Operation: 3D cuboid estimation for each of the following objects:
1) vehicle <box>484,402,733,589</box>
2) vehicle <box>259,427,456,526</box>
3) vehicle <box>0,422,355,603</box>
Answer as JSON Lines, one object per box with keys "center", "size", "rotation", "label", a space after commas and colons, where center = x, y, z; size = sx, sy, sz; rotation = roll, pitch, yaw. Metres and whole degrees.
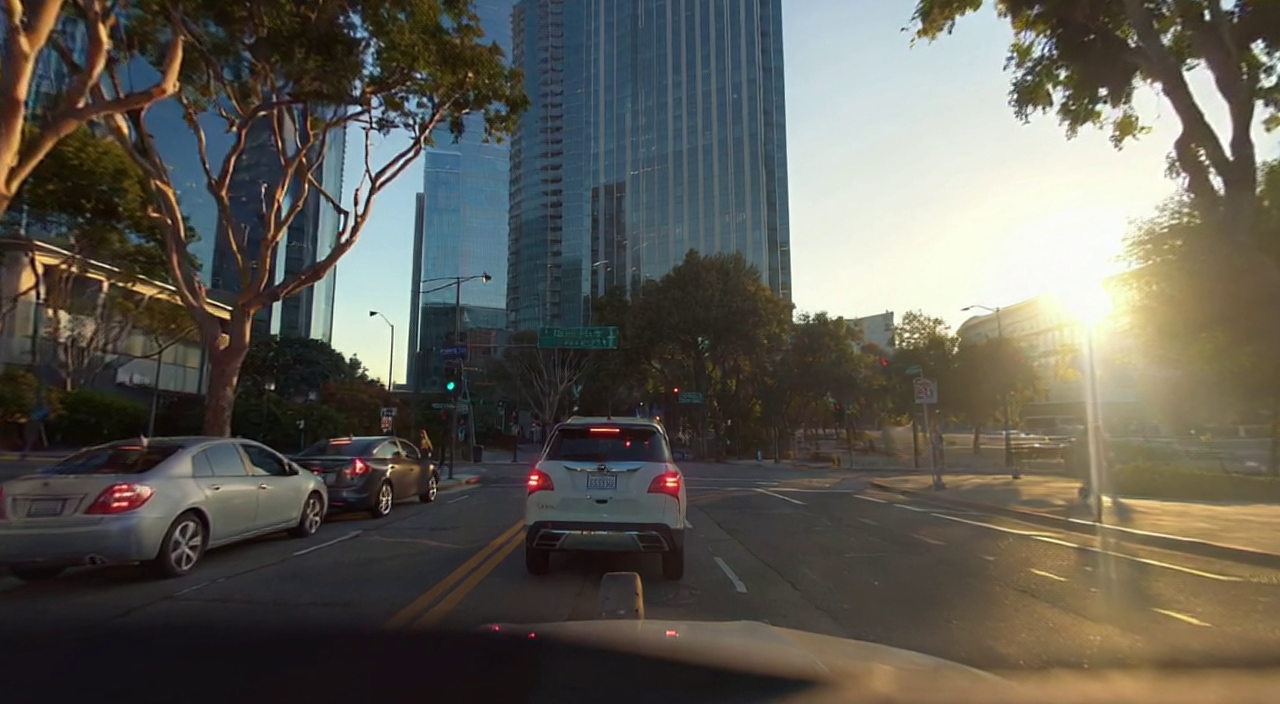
{"center": [-0.266, 1.599, 7.788], "size": [2.258, 1.687, 3.934], "rotation": [0, -9, 1], "label": "vehicle"}
{"center": [-5.871, 2.635, 13.963], "size": [2.077, 1.791, 4.751], "rotation": [0, -9, 1], "label": "vehicle"}
{"center": [-5.742, 1.853, 8.278], "size": [1.904, 1.684, 4.529], "rotation": [0, -9, -1], "label": "vehicle"}
